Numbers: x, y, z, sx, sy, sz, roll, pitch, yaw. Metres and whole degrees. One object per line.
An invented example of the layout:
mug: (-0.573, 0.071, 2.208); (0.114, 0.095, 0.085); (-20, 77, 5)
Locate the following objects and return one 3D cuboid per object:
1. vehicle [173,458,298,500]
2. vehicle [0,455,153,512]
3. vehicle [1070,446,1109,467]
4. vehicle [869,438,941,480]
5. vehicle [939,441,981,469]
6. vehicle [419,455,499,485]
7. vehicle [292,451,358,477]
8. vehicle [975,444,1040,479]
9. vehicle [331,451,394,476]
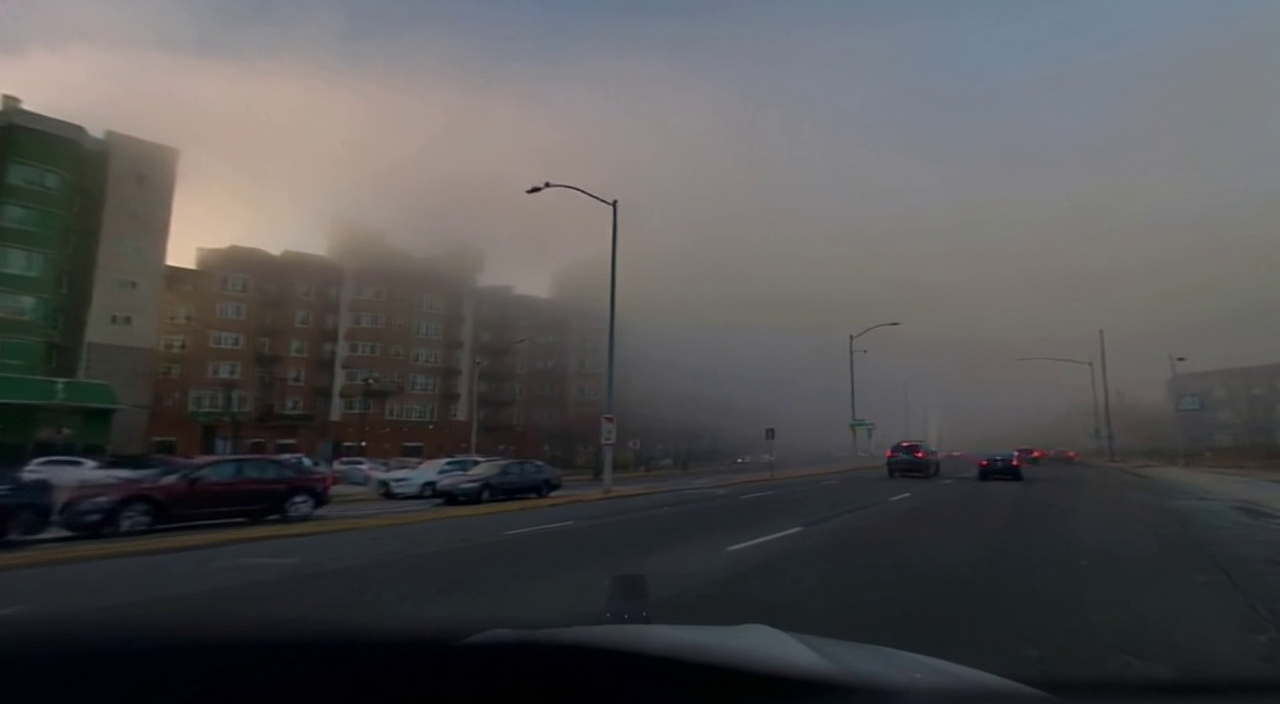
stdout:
vehicle: (-17.908, 5.603, 28.101); (1.884, 1.575, 4.215); (-5, -10, 32)
vehicle: (-21.283, 4.704, 22.920); (2.011, 1.803, 5.127); (-6, -10, 35)
vehicle: (34.150, 7.917, 47.944); (1.981, 1.449, 4.533); (-5, -10, 31)
vehicle: (11.822, 4.680, 27.946); (2.031, 1.692, 4.284); (-6, -10, 34)
vehicle: (21.096, 6.747, 41.479); (1.857, 1.697, 4.011); (-6, -10, 34)
vehicle: (-11.037, 7.227, 38.761); (1.875, 1.600, 4.604); (-6, -10, 33)
vehicle: (-19.953, 7.068, 39.874); (4.108, 1.494, 2.133); (-7, -10, 38)
vehicle: (16.798, 4.910, 28.707); (2.041, 1.444, 4.710); (-6, -10, 35)
vehicle: (-18.492, 7.404, 41.929); (3.990, 1.502, 2.113); (-7, -11, 38)
